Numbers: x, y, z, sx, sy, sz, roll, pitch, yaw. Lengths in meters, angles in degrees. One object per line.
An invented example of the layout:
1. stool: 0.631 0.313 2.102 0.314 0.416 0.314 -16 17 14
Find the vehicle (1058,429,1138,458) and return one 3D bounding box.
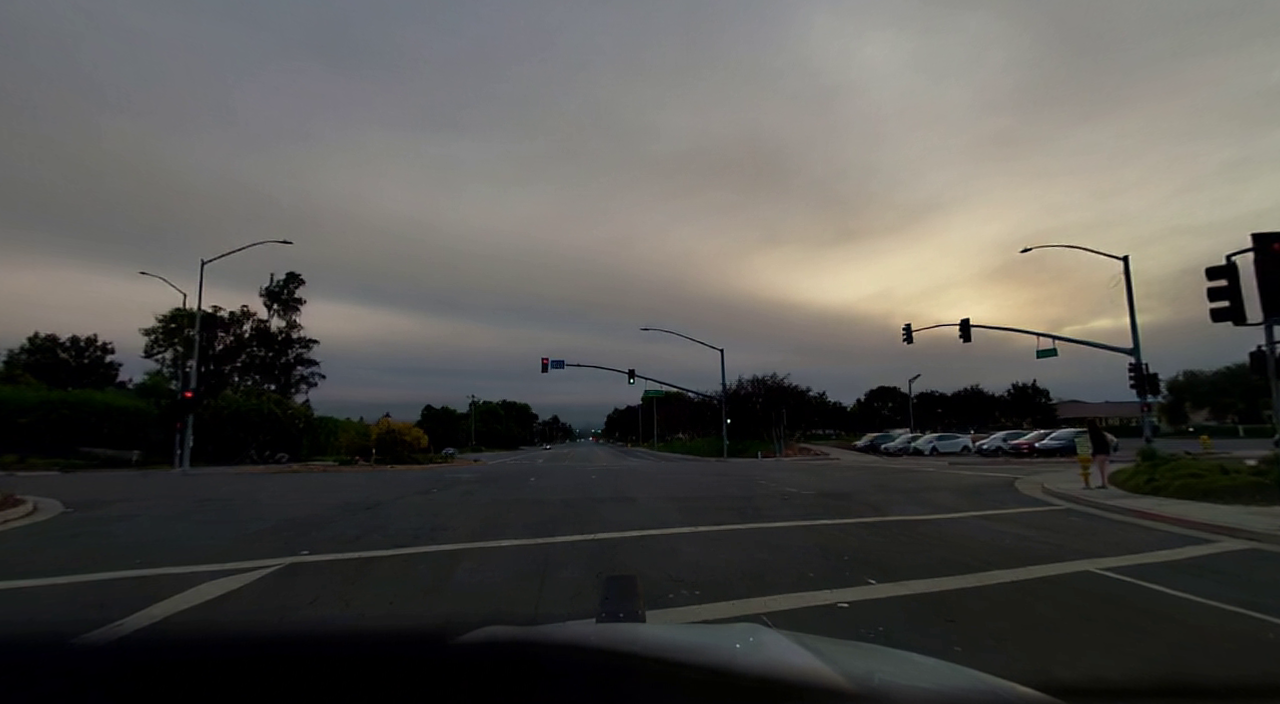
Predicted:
1. vehicle: 36.109 7.212 49.739 6.148 2.119 2.473 4 -10 -28

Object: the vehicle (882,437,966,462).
1. vehicle: 18.710 6.428 41.614 5.234 1.549 1.982 4 -9 -24

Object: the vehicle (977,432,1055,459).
1. vehicle: 26.956 6.730 45.253 5.032 1.828 2.183 4 -9 -24
